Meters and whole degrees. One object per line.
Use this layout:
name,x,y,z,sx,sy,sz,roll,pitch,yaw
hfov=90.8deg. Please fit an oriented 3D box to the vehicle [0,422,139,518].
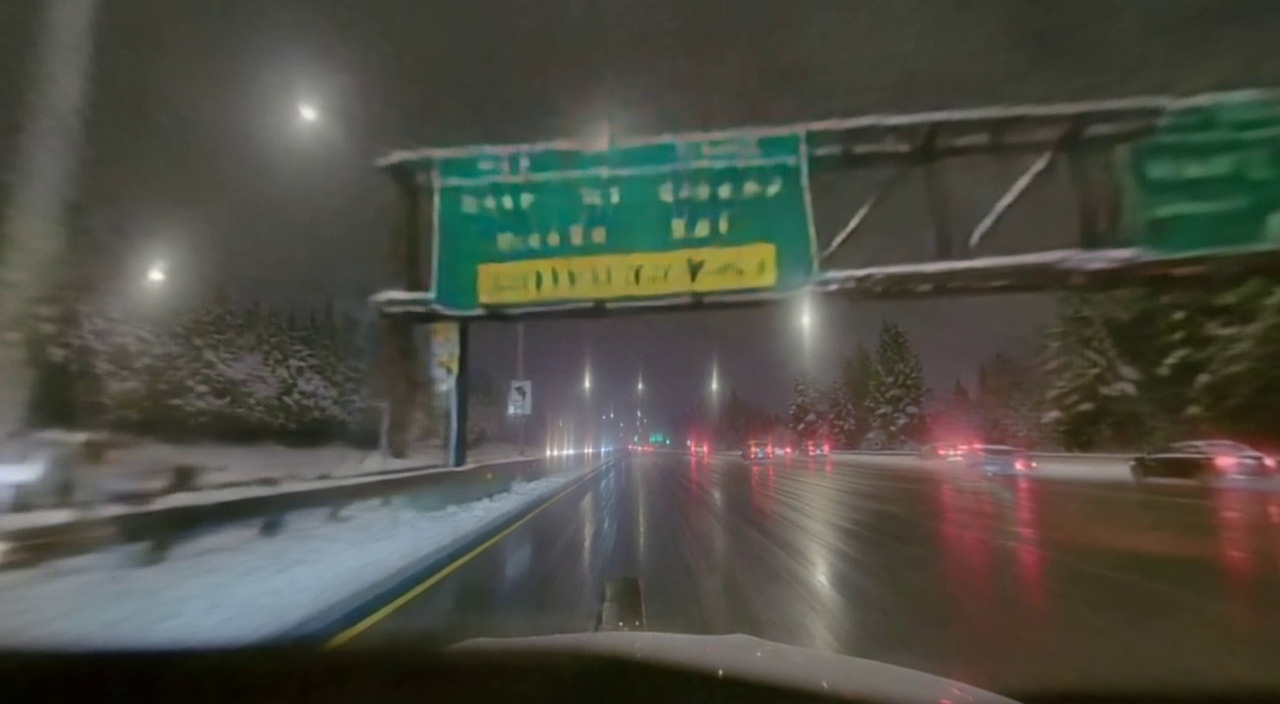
vehicle,-12.381,2.196,12.165,1.989,1.694,4.081,1,-8,1

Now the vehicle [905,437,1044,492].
vehicle,9.728,3.294,18.792,1.836,1.418,4.132,0,-9,0

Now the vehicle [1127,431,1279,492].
vehicle,16.700,3.045,17.864,1.936,1.498,4.883,0,-9,0
